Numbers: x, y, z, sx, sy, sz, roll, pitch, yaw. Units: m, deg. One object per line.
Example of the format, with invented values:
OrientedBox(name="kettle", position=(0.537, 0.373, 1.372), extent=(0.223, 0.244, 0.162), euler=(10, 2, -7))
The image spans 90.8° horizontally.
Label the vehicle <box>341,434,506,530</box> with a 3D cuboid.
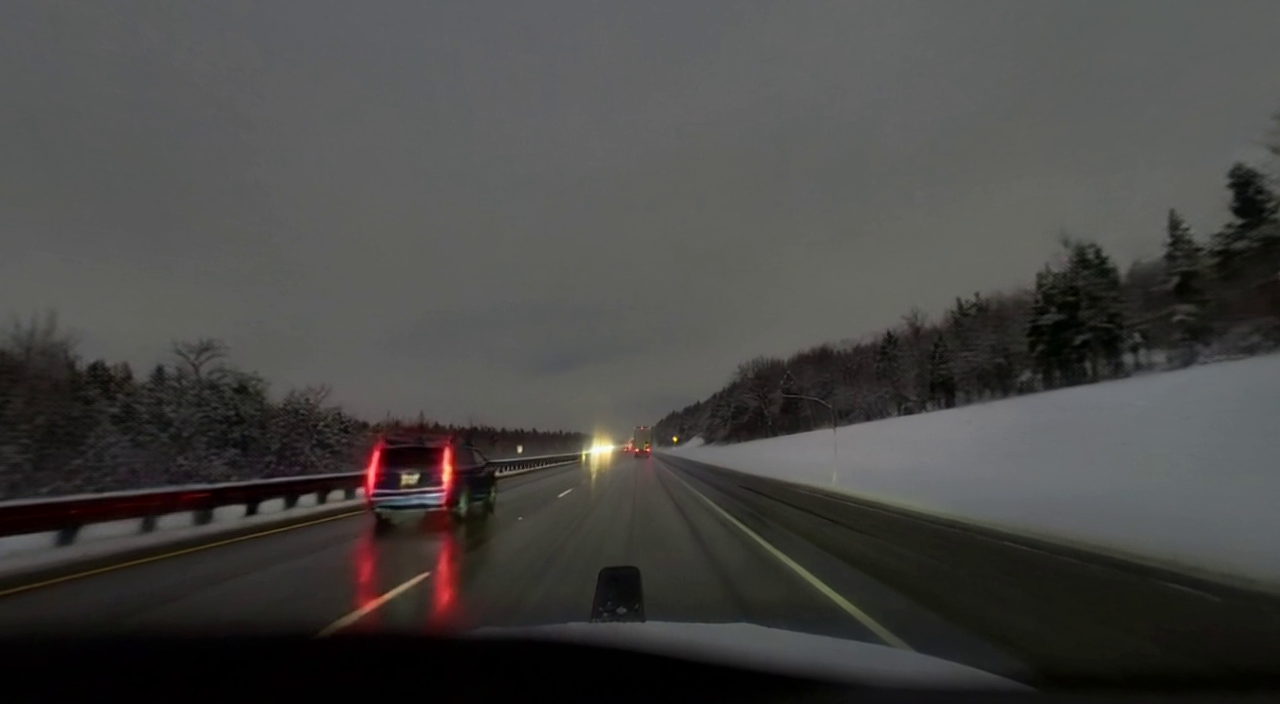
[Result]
OrientedBox(name="vehicle", position=(-3.964, 2.428, 12.299), extent=(1.880, 1.569, 3.714), euler=(0, -9, 0))
